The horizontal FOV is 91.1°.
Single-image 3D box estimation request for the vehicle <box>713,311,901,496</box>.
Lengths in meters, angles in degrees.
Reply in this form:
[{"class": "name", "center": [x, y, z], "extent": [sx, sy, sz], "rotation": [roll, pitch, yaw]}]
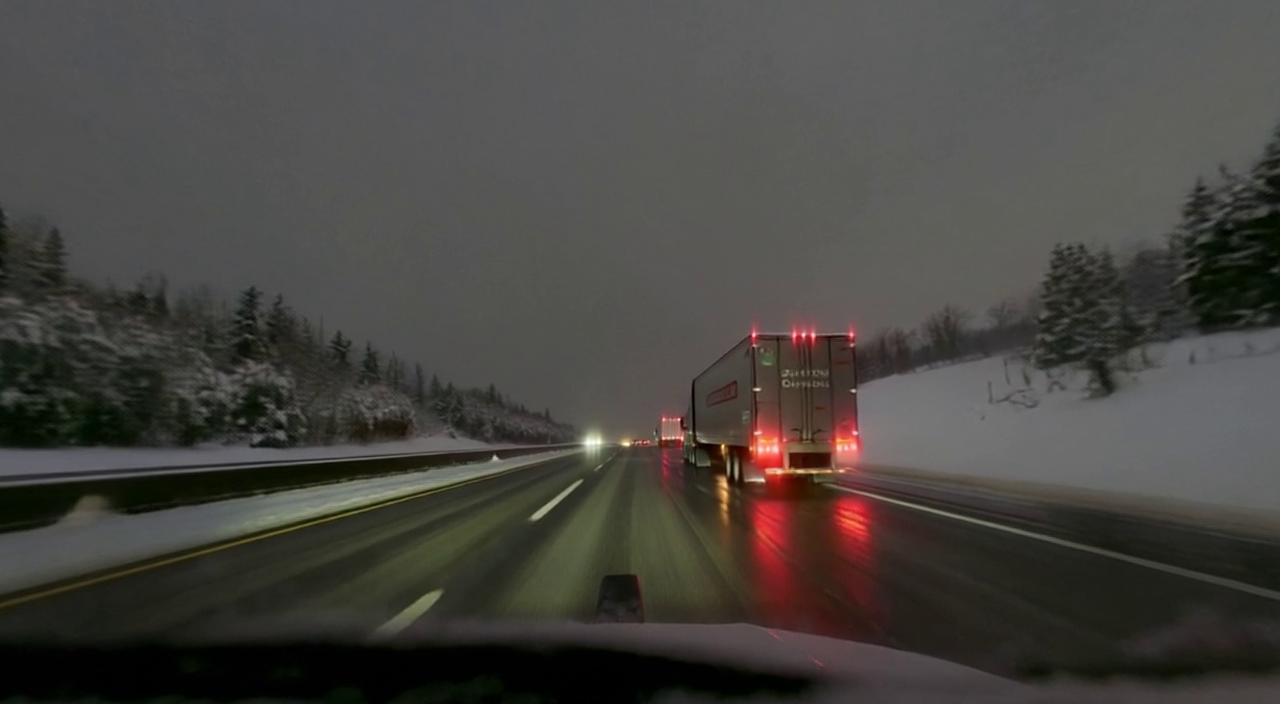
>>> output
[{"class": "vehicle", "center": [4.070, 1.689, 17.914], "extent": [2.840, 3.947, 8.920], "rotation": [0, -8, 0]}]
